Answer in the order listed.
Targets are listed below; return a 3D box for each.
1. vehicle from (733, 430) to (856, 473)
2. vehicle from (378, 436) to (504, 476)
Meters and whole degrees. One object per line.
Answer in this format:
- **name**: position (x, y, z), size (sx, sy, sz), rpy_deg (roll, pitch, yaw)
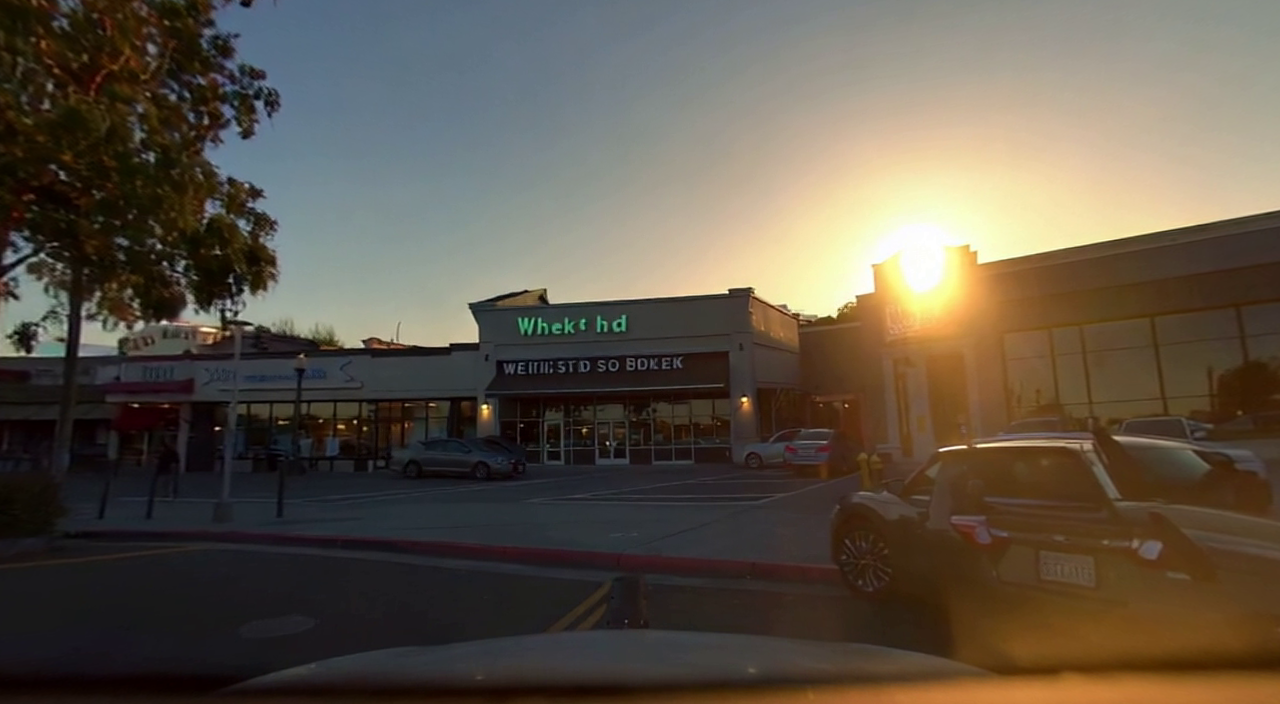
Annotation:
- **vehicle**: position (6.527, 4.183, 26.613), size (4.706, 1.663, 1.993), rpy_deg (-4, -9, 24)
- **vehicle**: position (-8.524, 4.451, 27.163), size (4.814, 1.618, 1.869), rpy_deg (-2, -9, 10)
